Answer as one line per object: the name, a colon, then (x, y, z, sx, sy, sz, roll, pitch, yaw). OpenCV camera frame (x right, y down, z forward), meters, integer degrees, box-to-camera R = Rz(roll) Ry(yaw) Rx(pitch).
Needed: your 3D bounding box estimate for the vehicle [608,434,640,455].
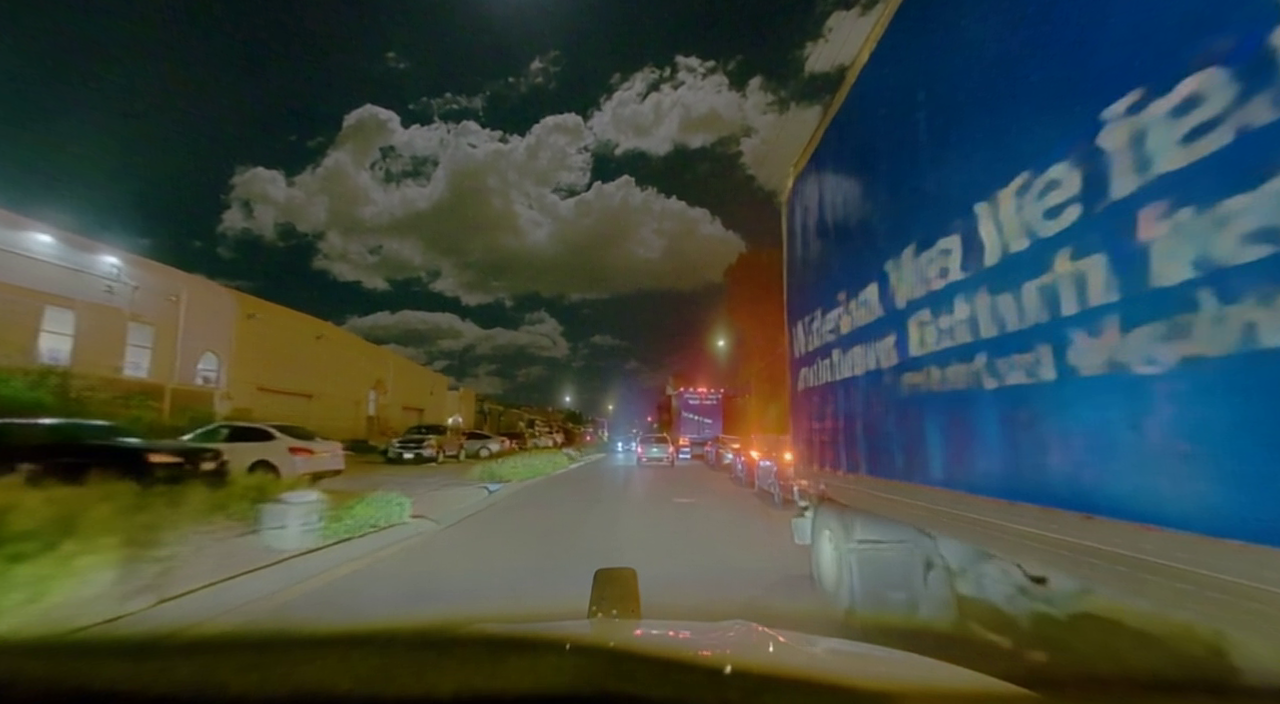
vehicle: (-1.188, 7.044, 48.052, 1.989, 1.481, 4.008, -1, -8, 5)

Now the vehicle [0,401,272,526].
vehicle: (-7.967, 1.501, 8.723, 4.555, 1.517, 1.858, 0, -8, 0)

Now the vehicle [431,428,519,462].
vehicle: (-7.576, 4.282, 29.166, 3.569, 1.520, 1.797, 0, -8, -2)

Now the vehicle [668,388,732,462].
vehicle: (3.652, 5.019, 42.352, 2.865, 4.113, 14.471, 0, -8, 0)

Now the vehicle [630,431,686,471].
vehicle: (0.700, 4.055, 26.045, 2.160, 1.498, 3.909, 0, -8, 0)

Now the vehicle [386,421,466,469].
vehicle: (-8.445, 3.698, 25.243, 1.996, 1.719, 4.382, 2, -8, -5)

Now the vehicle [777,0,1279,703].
vehicle: (2.997, -0.291, 1.330, 3.019, 3.659, 10.648, 0, -8, 0)
